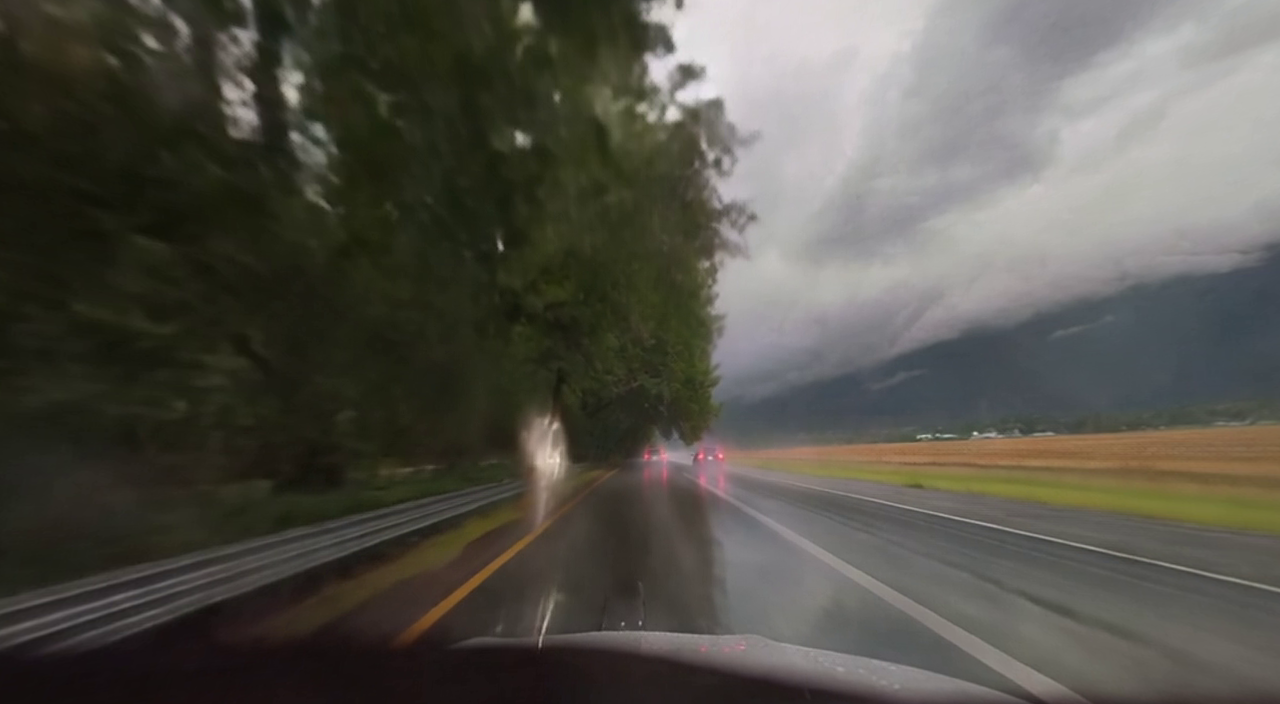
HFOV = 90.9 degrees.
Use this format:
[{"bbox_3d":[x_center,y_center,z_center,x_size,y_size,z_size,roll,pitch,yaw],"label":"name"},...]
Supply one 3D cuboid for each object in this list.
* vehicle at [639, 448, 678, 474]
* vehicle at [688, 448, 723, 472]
[{"bbox_3d":[1.054,6.589,38.252,2.162,1.492,3.975,0,-9,-1],"label":"vehicle"},{"bbox_3d":[4.388,7.246,42.473,1.846,1.485,3.679,0,-9,-2],"label":"vehicle"}]
